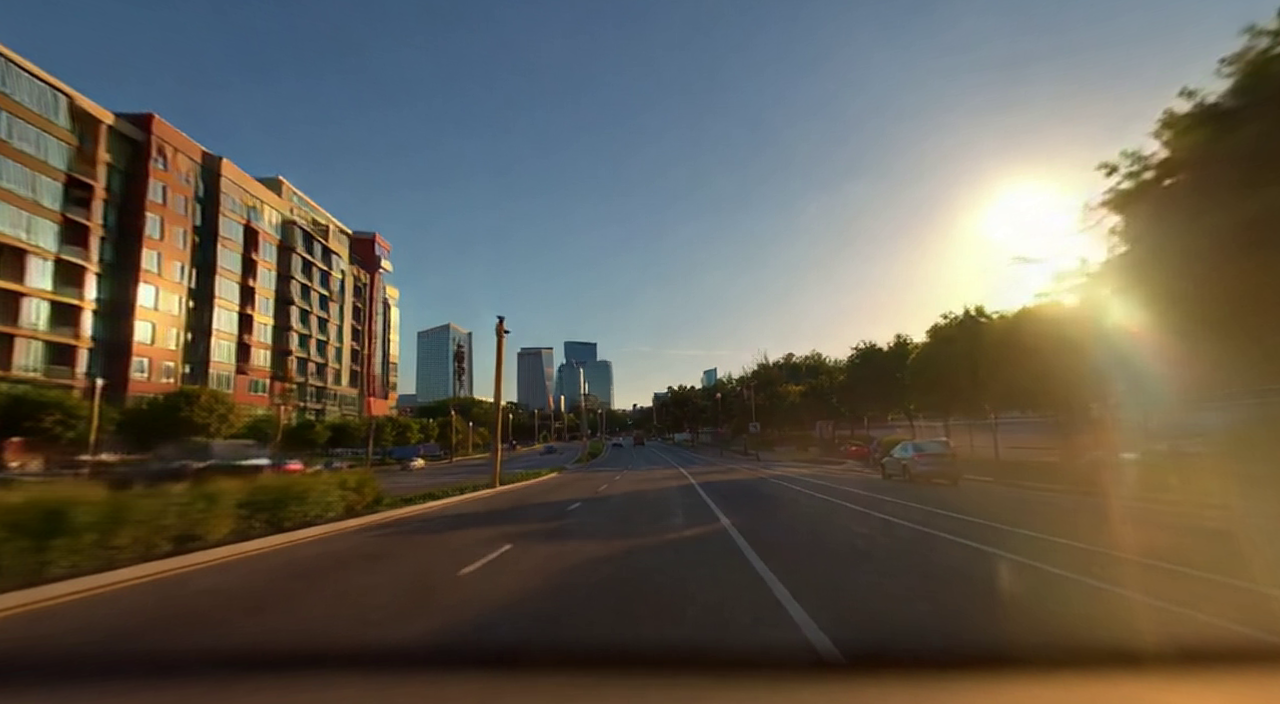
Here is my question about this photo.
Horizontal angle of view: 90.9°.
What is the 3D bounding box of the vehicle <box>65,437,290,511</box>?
[{"bbox_3d":[-14.008,3.702,19.780,2.237,1.957,5.836,-1,-9,5],"label":"vehicle"}]
